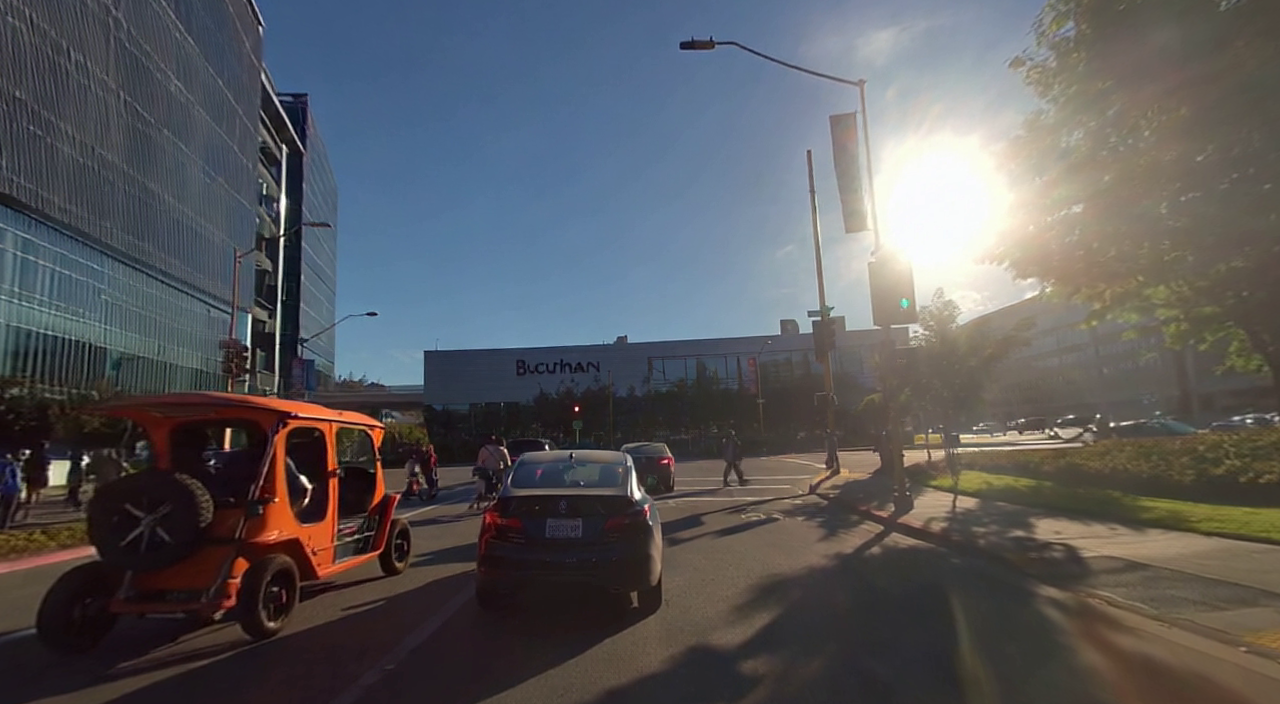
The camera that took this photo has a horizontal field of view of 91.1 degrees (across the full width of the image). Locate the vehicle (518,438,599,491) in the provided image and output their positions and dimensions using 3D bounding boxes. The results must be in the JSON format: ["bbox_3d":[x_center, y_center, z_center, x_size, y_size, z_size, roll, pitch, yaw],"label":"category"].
[{"bbox_3d":[-2.706,3.849,21.847,1.935,1.615,4.073,-1,-8,5],"label":"vehicle"}]

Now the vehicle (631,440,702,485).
[{"bbox_3d":[1.071,3.944,22.728,2.025,1.458,4.085,-2,-9,10],"label":"vehicle"}]

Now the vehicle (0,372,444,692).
[{"bbox_3d":[-3.575,1.343,5.853,2.000,1.809,4.405,0,-8,1],"label":"vehicle"}]

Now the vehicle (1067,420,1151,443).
[{"bbox_3d":[30.696,5.237,41.171,1.751,1.420,4.027,8,-12,-42],"label":"vehicle"}]

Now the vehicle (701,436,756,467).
[{"bbox_3d":[5.206,5.754,36.550,2.082,1.671,3.992,-4,-9,25],"label":"vehicle"}]
